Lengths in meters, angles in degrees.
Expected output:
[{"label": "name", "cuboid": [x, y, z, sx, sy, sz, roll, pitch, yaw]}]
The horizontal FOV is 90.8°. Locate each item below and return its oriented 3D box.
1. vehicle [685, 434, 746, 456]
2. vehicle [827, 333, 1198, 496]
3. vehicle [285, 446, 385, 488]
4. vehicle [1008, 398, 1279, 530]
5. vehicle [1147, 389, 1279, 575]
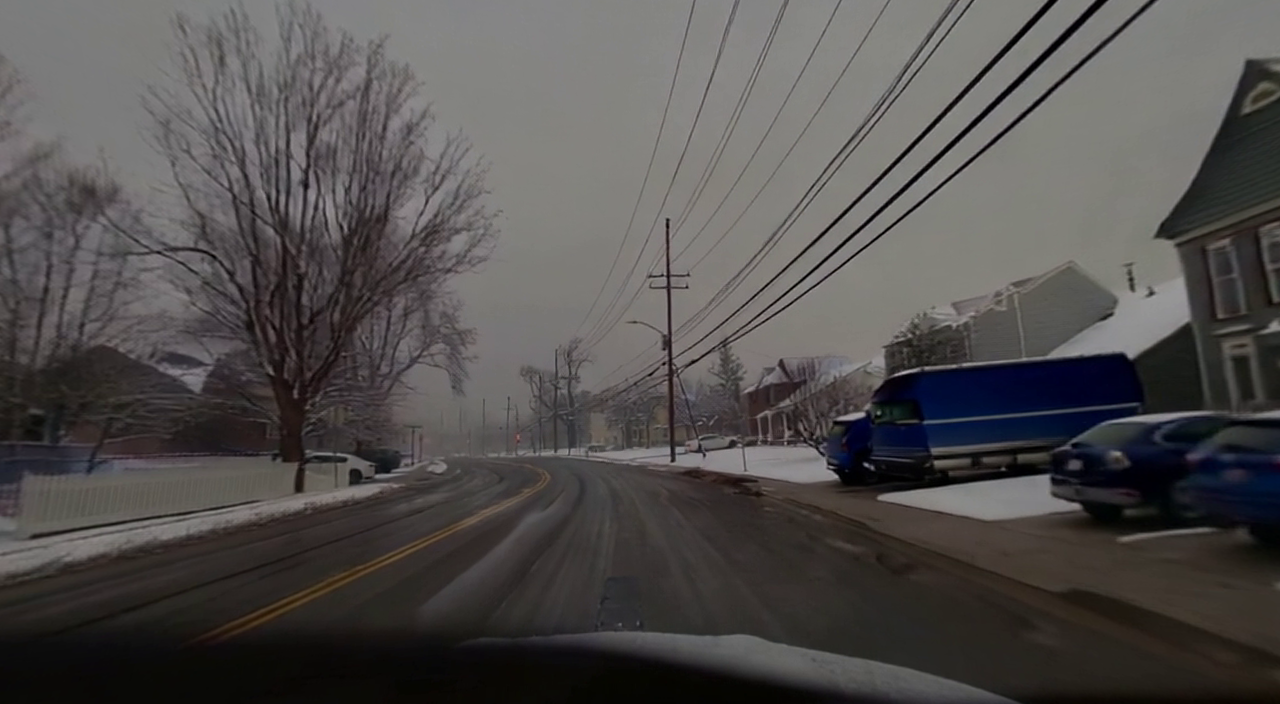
[{"label": "vehicle", "cuboid": [5.895, 7.305, 49.749, 4.566, 1.623, 1.906, 0, -8, -2]}, {"label": "vehicle", "cuboid": [8.484, 1.475, 14.922, 7.115, 3.010, 2.378, -4, -8, -5]}, {"label": "vehicle", "cuboid": [-12.619, 4.766, 26.503, 2.390, 1.431, 4.253, 0, -7, -5]}, {"label": "vehicle", "cuboid": [7.599, 1.495, 8.712, 3.851, 1.581, 1.858, 0, -8, -2]}, {"label": "vehicle", "cuboid": [7.629, 1.040, 5.633, 4.412, 1.565, 1.957, -3, -8, 0]}]
